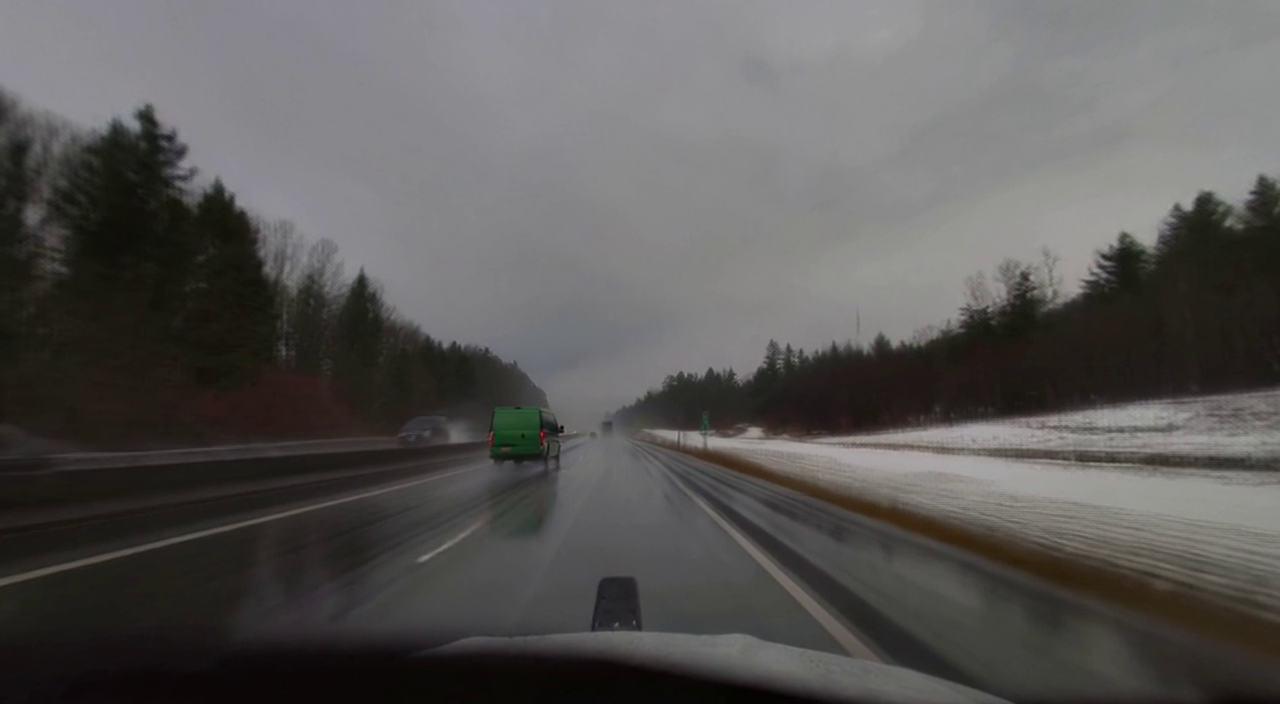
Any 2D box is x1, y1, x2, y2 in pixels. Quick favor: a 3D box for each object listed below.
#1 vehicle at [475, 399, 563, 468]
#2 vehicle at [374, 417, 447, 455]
[{"bbox_3d":[-4.725,3.319,25.596,2.561,2.509,5.465,0,-8,-1],"label":"vehicle"},{"bbox_3d":[-12.326,4.560,34.119,2.153,1.918,4.991,0,-8,-1],"label":"vehicle"}]
